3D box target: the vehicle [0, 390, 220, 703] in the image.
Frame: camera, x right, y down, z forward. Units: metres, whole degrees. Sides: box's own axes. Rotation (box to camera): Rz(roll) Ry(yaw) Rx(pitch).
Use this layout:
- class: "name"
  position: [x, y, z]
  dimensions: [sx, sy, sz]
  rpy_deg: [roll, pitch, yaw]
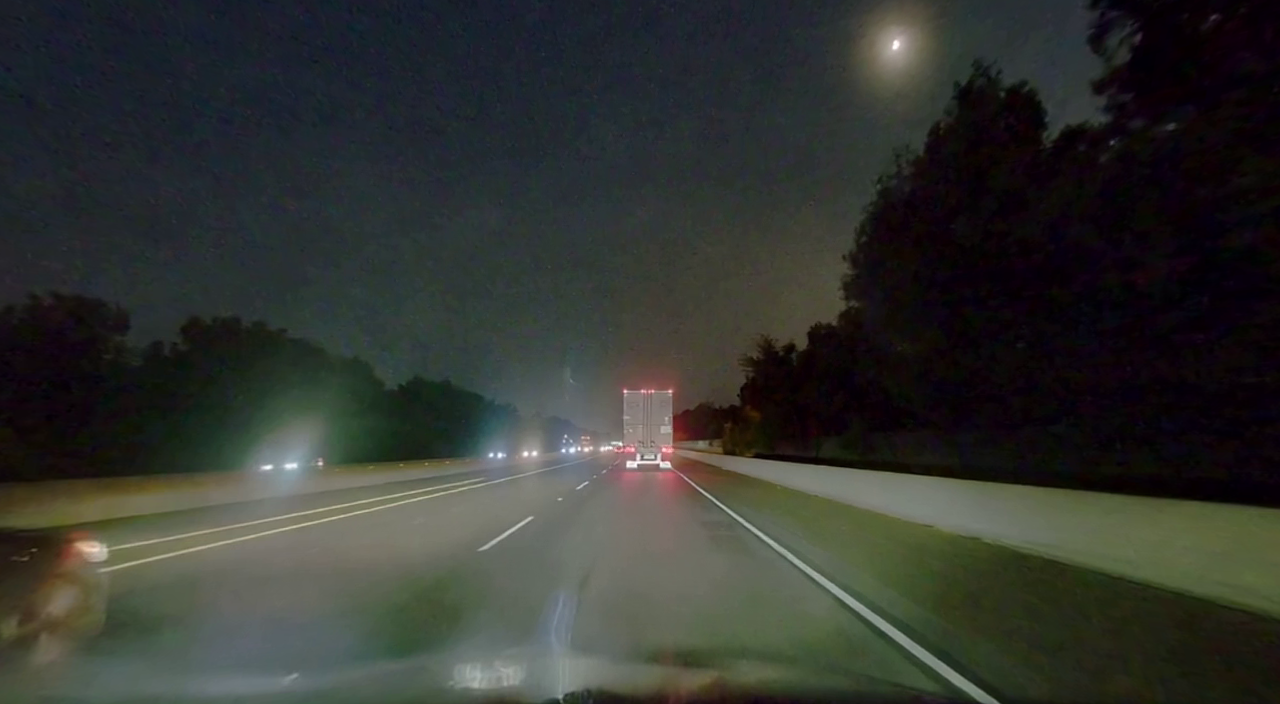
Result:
- class: "vehicle"
  position: [-3.619, 0.743, 1.289]
  dimensions: [2.074, 1.546, 4.946]
  rpy_deg: [0, -9, 0]

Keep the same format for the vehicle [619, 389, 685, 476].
- class: "vehicle"
  position: [0.485, 4.356, 33.087]
  dimensions: [2.959, 3.828, 9.617]
  rpy_deg: [0, -9, -1]
